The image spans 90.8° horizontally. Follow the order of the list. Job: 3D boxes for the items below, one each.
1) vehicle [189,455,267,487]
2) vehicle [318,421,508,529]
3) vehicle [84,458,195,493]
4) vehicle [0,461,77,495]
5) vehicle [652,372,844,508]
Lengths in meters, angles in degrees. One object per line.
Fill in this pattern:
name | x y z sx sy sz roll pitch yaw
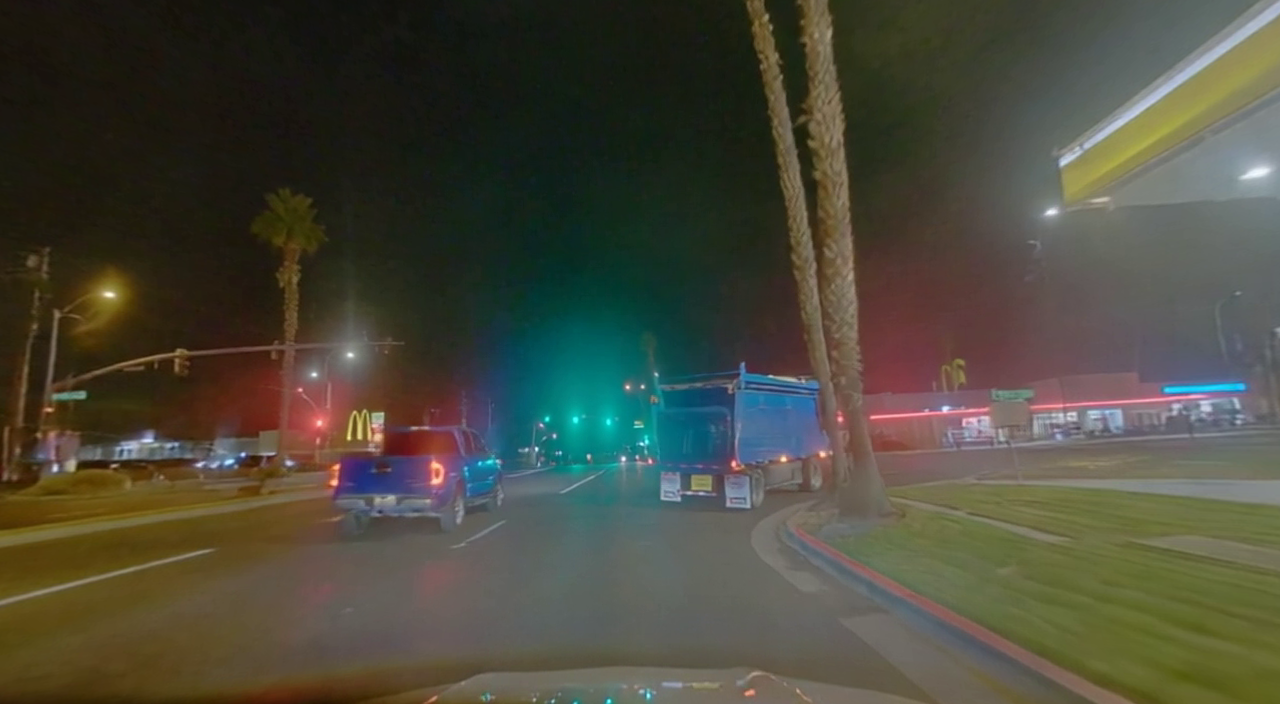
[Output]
vehicle | -25.996 7.493 39.924 3.721 1.450 1.824 -7 -7 1
vehicle | -4.205 2.354 12.687 2.102 1.744 4.630 0 -8 0
vehicle | -27.680 6.825 35.036 4.583 1.556 1.893 -3 -6 -1
vehicle | -39.585 8.204 41.085 4.136 1.863 1.785 -3 -8 -1
vehicle | 3.096 2.348 16.881 2.463 2.954 5.938 -6 -10 37
